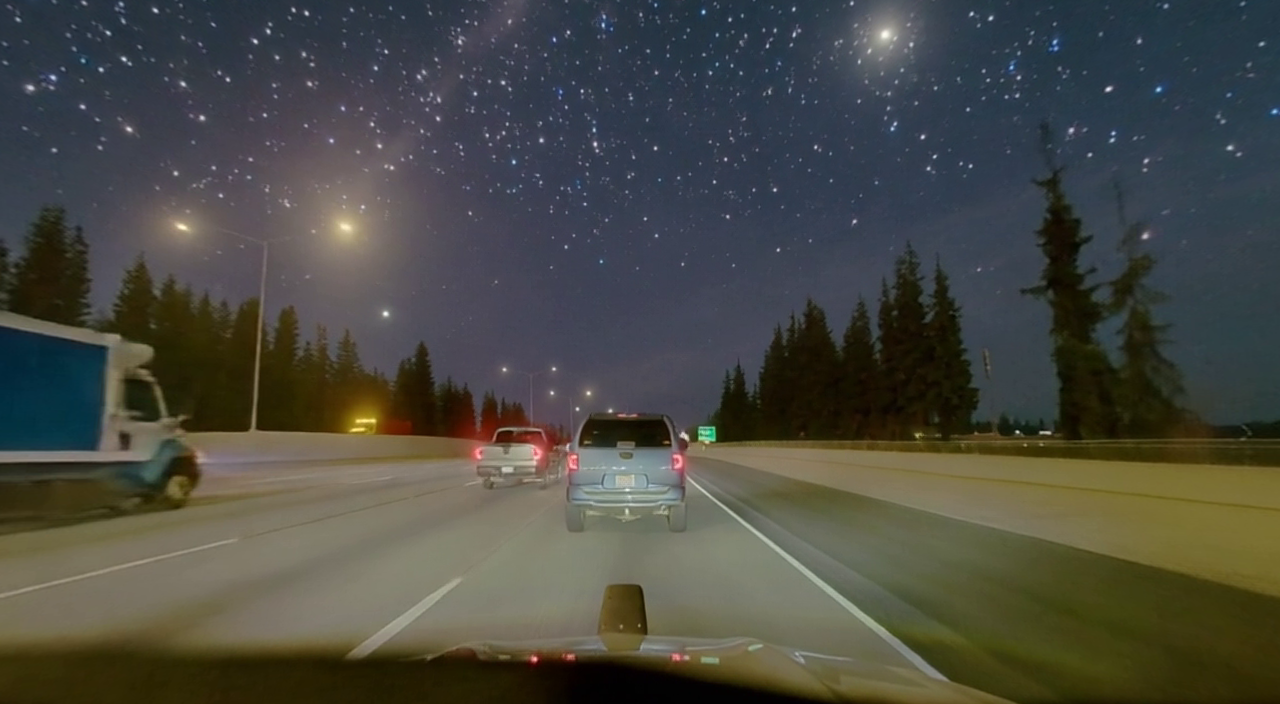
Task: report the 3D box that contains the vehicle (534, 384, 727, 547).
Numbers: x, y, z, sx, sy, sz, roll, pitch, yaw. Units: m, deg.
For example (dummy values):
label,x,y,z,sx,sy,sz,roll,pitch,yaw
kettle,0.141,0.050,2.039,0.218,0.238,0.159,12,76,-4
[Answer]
label,x,y,z,sx,sy,sz,roll,pitch,yaw
vehicle,-0.199,1.754,10.282,2.395,2.013,4.734,0,-8,-2

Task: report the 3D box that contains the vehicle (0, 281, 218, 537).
label,x,y,z,sx,sy,sz,roll,pitch,yaw
vehicle,-10.987,0.606,7.659,3.347,3.686,12.113,0,-8,0

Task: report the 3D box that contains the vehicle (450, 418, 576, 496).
label,x,y,z,sx,sy,sz,roll,pitch,yaw
vehicle,-3.324,2.956,18.079,2.235,1.826,6.106,0,-8,1
